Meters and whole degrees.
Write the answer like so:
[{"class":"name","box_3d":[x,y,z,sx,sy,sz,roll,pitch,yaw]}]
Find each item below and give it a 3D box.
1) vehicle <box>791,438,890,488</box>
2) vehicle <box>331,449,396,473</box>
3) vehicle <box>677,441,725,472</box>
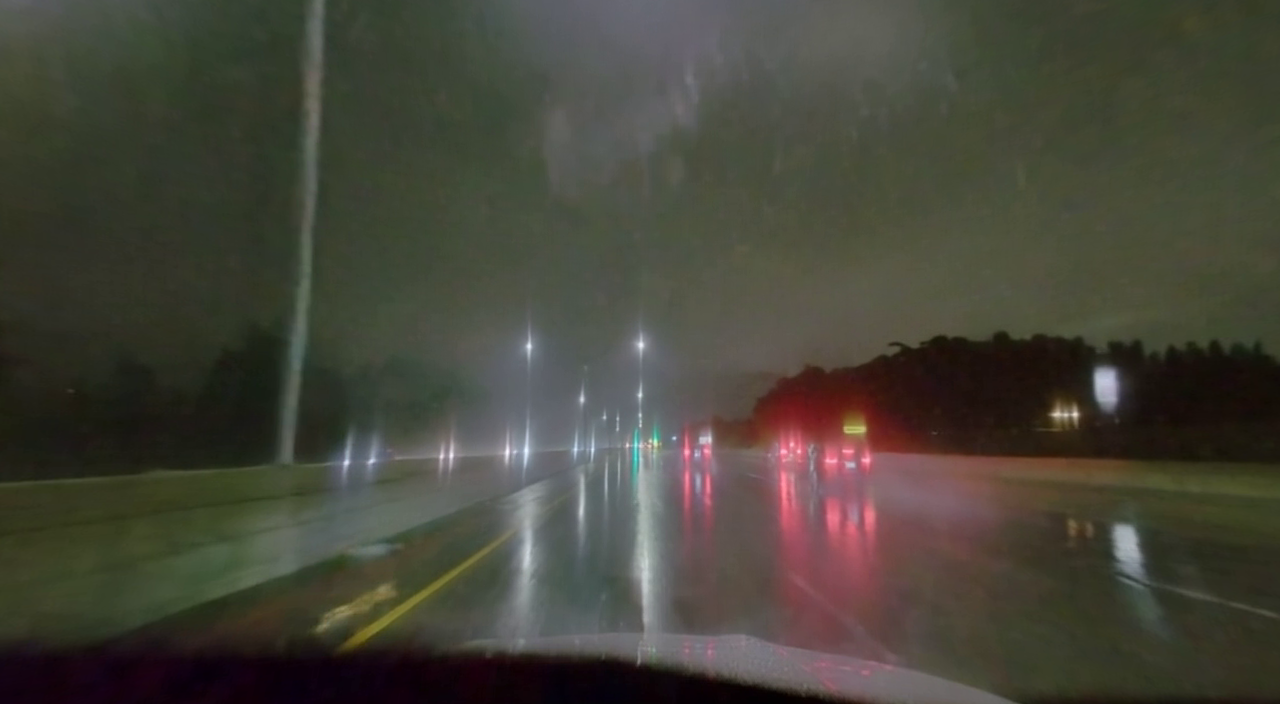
[{"class":"vehicle","box_3d":[6.728,3.753,21.698,2.038,1.528,3.910,0,-9,-1]},{"class":"vehicle","box_3d":[-18.212,7.168,41.854,2.106,1.363,5.076,0,-8,-1]},{"class":"vehicle","box_3d":[3.254,5.632,34.386,2.056,1.553,4.320,0,-9,-1]}]
